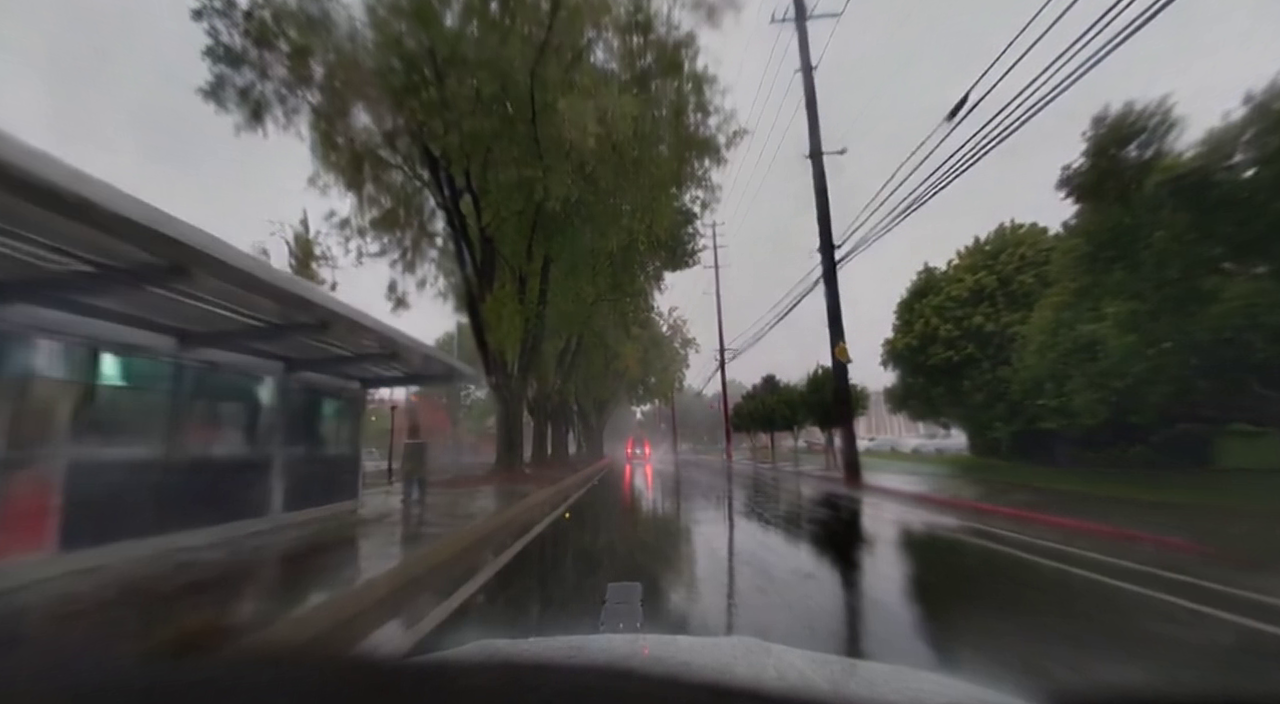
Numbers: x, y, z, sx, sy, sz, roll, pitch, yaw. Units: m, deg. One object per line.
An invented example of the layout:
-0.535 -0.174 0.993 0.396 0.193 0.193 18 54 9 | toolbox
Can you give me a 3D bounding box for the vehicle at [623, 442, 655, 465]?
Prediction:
-0.115 7.042 43.836 2.109 1.501 4.042 0 -9 -1 | vehicle
